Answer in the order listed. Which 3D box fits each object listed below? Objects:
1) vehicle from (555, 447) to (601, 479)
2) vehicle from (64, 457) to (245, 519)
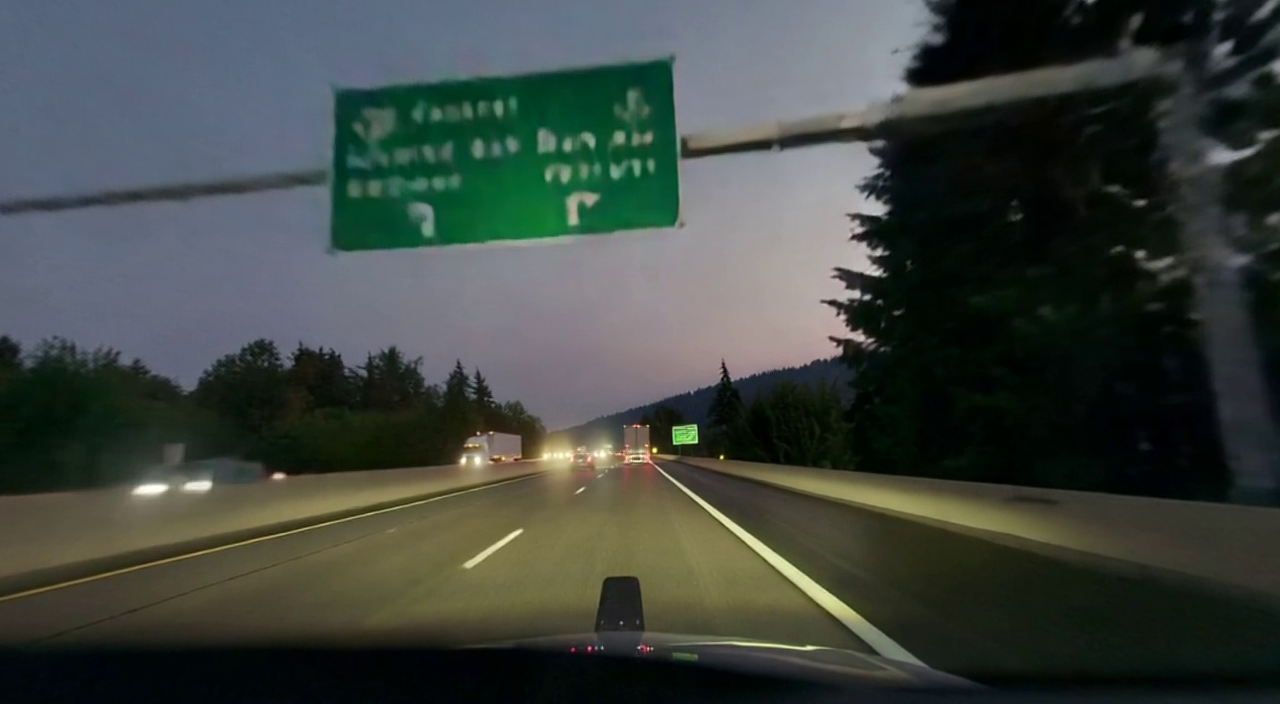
[{"bbox_3d":[-3.407,6.204,35.530,2.081,1.682,4.425,0,-9,0],"label":"vehicle"},{"bbox_3d":[-13.152,3.663,17.470,1.796,1.445,3.995,0,-9,1],"label":"vehicle"}]
